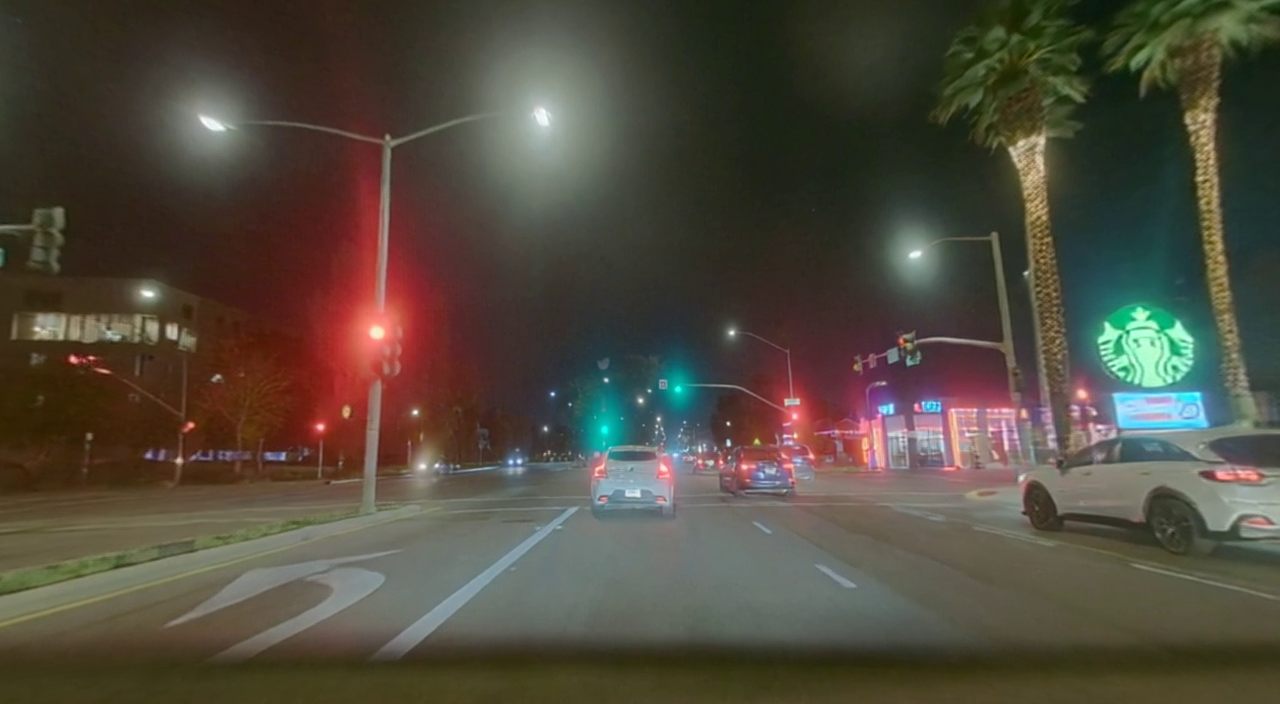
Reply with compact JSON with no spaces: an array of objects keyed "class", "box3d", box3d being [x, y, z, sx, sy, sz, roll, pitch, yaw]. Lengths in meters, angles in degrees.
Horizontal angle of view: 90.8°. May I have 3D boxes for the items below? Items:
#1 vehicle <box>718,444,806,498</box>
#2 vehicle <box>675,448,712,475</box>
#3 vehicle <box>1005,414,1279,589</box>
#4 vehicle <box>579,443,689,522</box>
[{"class":"vehicle","box3d":[3.801,3.770,20.417,1.892,1.532,4.177,0,-8,-2]},{"class":"vehicle","box3d":[3.432,7.139,41.436,2.012,1.570,4.600,0,-8,0]},{"class":"vehicle","box3d":[7.000,1.754,8.239,1.940,1.674,4.085,0,-8,-1]},{"class":"vehicle","box3d":[-0.162,2.804,14.177,2.110,1.487,3.873,0,-8,-1]}]
